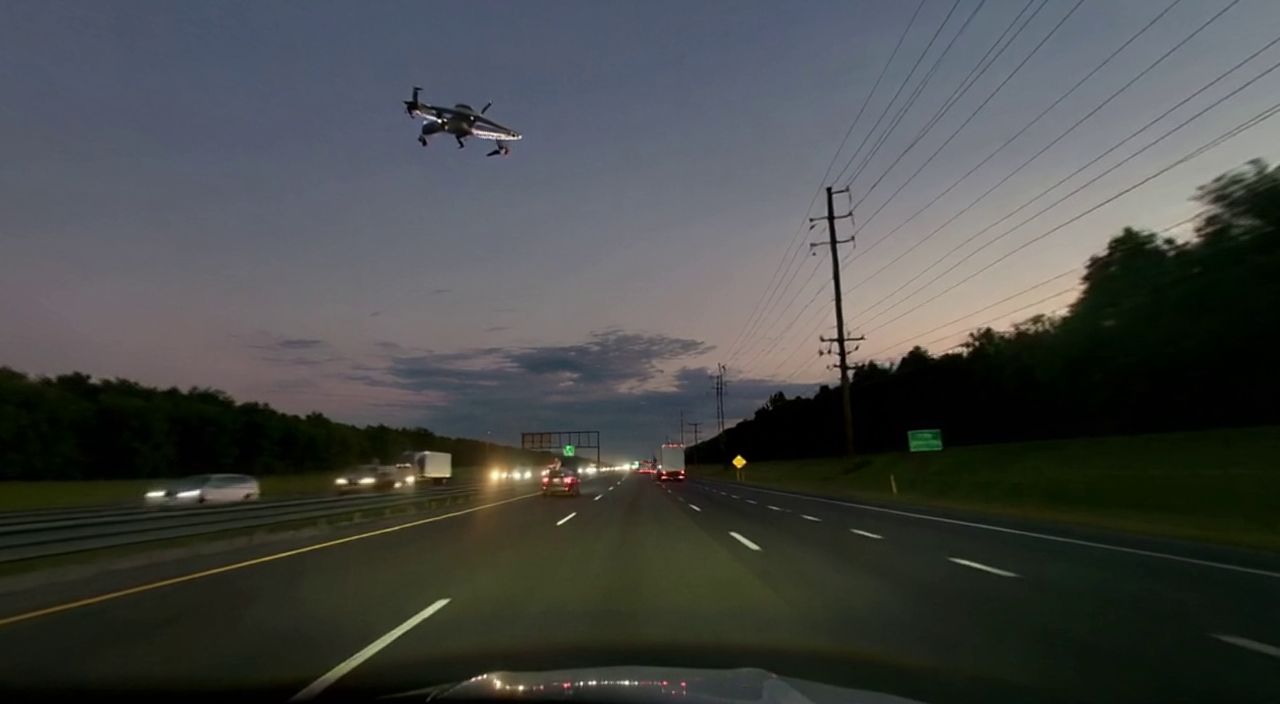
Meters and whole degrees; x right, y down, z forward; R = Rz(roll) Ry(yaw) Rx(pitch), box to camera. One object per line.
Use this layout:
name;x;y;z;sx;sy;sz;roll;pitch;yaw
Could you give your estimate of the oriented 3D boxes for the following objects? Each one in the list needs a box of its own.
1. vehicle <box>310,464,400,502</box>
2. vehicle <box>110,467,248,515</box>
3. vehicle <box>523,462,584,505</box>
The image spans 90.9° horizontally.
vehicle;-12.435;5.728;27.801;1.922;1.495;4.213;1;-11;0
vehicle;-15.988;4.823;22.155;1.825;1.468;3.919;1;-11;0
vehicle;-3.495;5.417;26.191;1.942;1.597;3.943;1;-11;0
